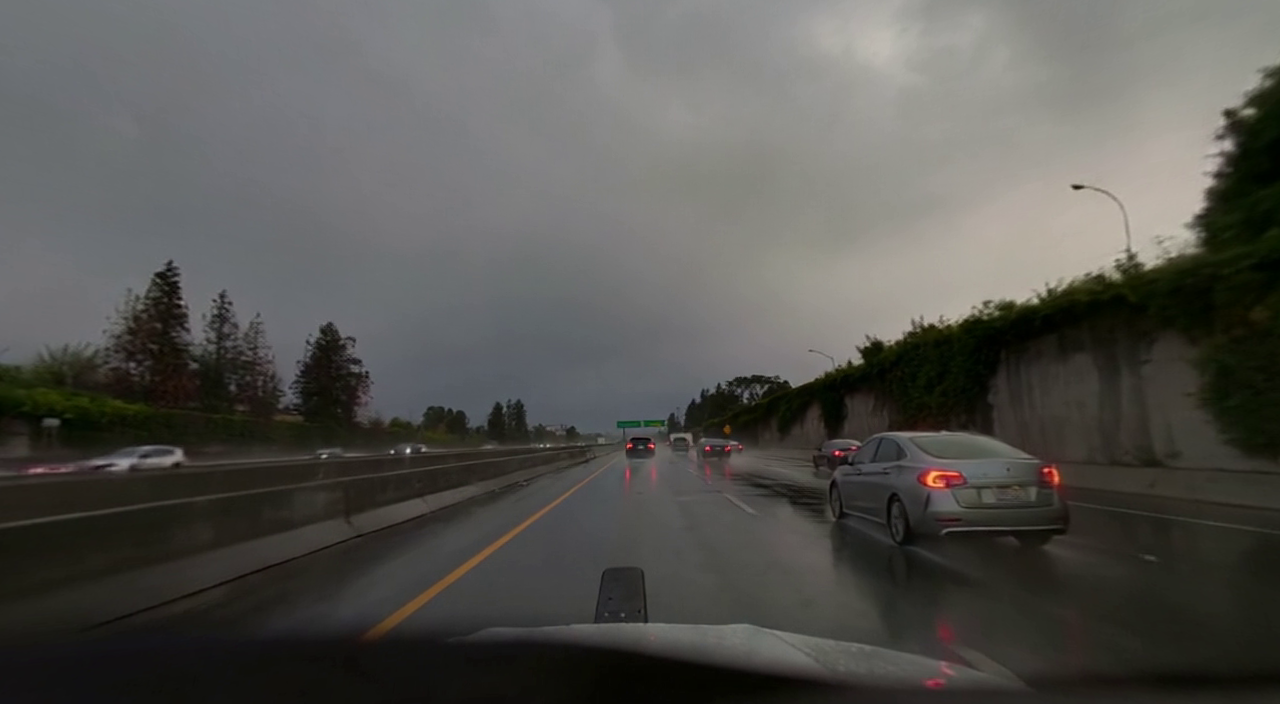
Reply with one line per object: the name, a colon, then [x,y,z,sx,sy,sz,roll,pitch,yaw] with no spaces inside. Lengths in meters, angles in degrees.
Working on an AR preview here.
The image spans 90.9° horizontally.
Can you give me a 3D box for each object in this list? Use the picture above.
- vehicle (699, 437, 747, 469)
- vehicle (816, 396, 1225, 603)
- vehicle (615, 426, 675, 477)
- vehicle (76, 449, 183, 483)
vehicle: [4.197,5.167,32.483,1.825,1.487,4.034,0,-8,-1]
vehicle: [3.725,1.518,7.405,2.003,1.661,4.418,0,-8,0]
vehicle: [0.176,3.914,25.020,2.189,1.852,4.038,0,-8,0]
vehicle: [-27.193,6.036,33.808,1.927,1.635,4.529,0,-8,0]
